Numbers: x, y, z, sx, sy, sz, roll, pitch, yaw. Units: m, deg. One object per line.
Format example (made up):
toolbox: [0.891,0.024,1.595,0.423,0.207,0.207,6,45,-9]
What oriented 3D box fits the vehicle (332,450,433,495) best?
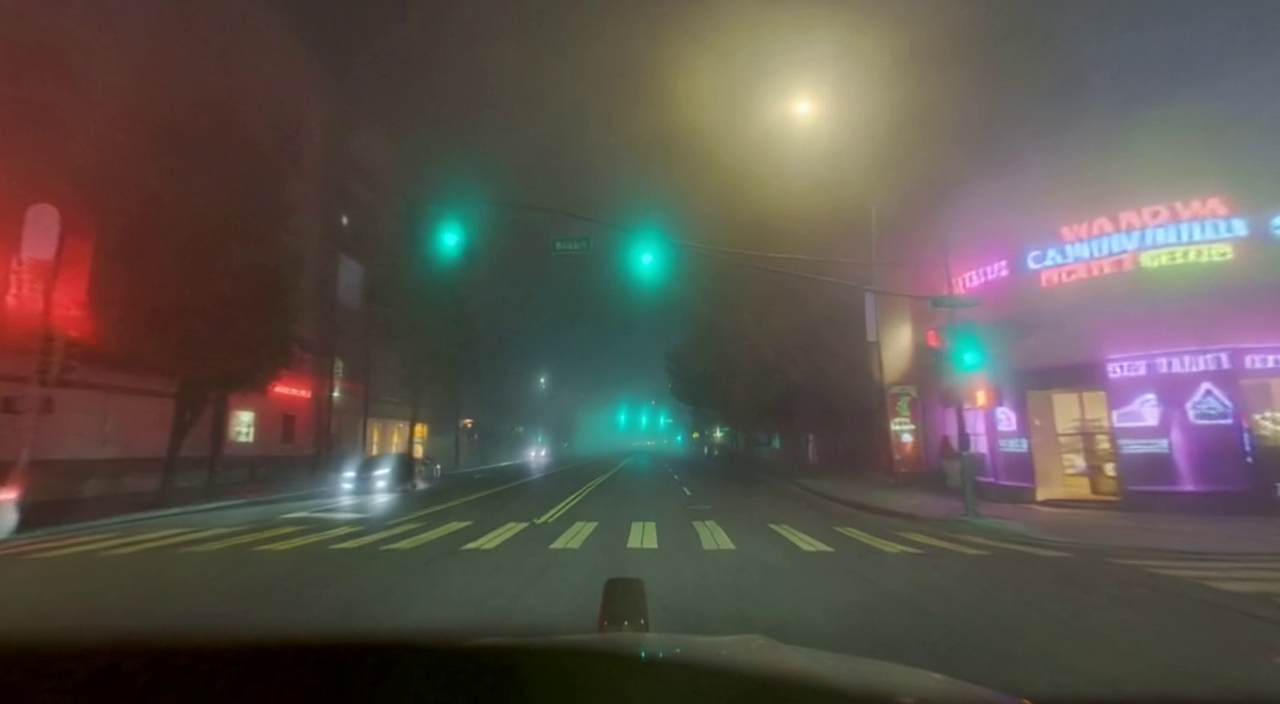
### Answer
vehicle: [-9.212,4.322,22.982,1.913,1.457,4.048,-1,-8,1]
